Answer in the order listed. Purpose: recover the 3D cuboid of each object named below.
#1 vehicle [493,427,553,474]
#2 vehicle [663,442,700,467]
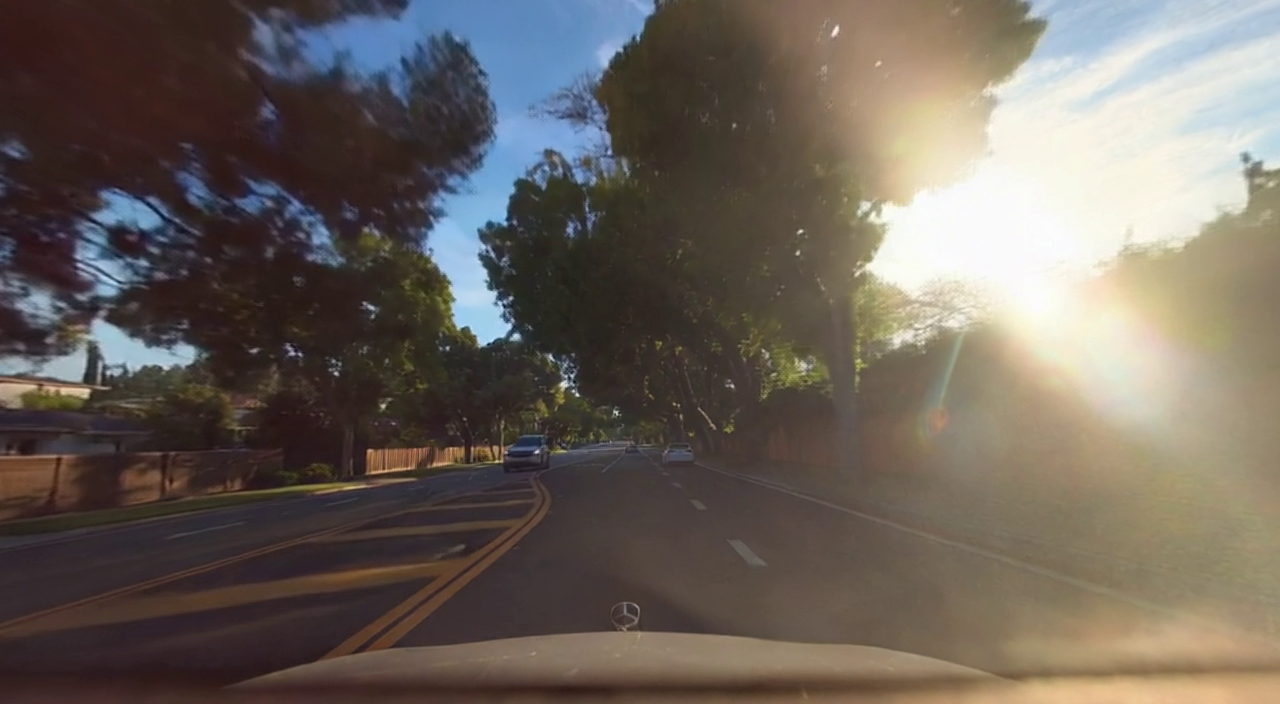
[{"bbox_3d":[-6.776,5.804,37.336,2.430,2.517,5.772,0,-8,0],"label":"vehicle"},{"bbox_3d":[2.560,6.410,39.849,1.991,1.476,4.153,0,-8,-1],"label":"vehicle"}]
